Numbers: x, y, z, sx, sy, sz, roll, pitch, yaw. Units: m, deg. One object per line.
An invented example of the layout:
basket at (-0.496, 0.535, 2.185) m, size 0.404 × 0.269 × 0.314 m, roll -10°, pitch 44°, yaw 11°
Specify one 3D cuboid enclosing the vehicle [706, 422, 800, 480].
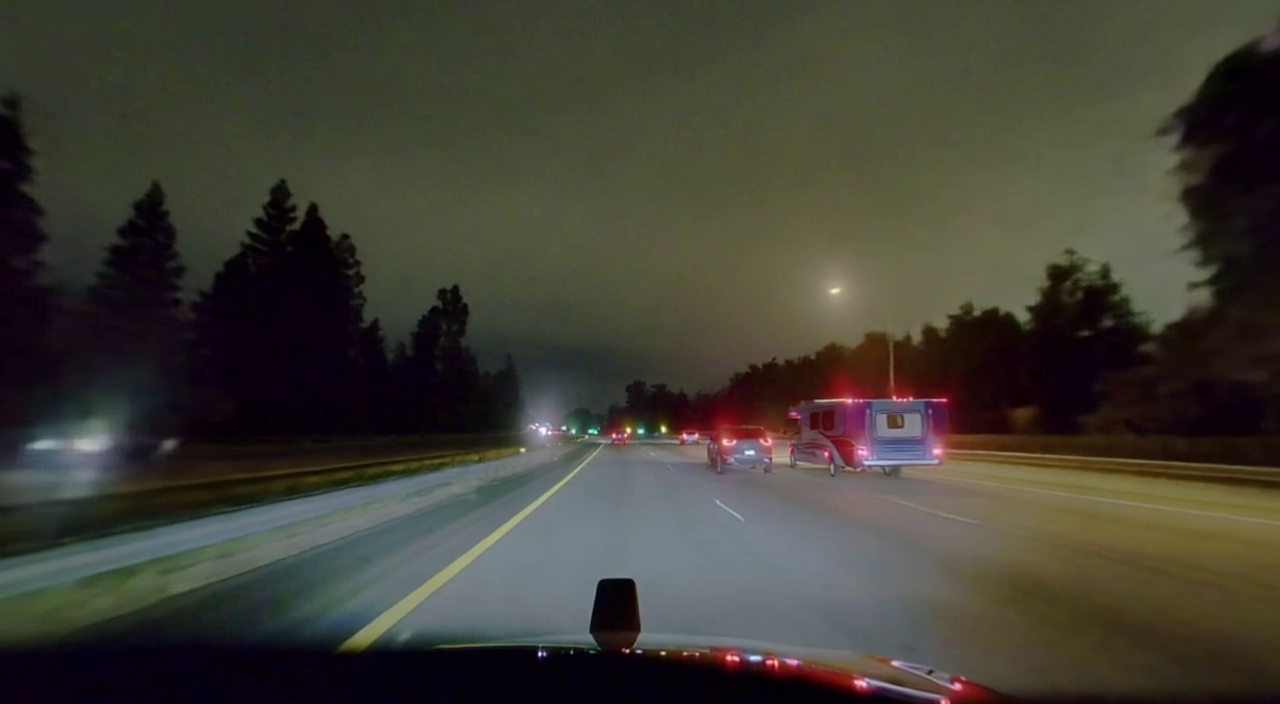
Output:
vehicle at (3.309, 2.994, 19.315) m, size 2.002 × 1.569 × 3.845 m, roll 0°, pitch -8°, yaw -3°
